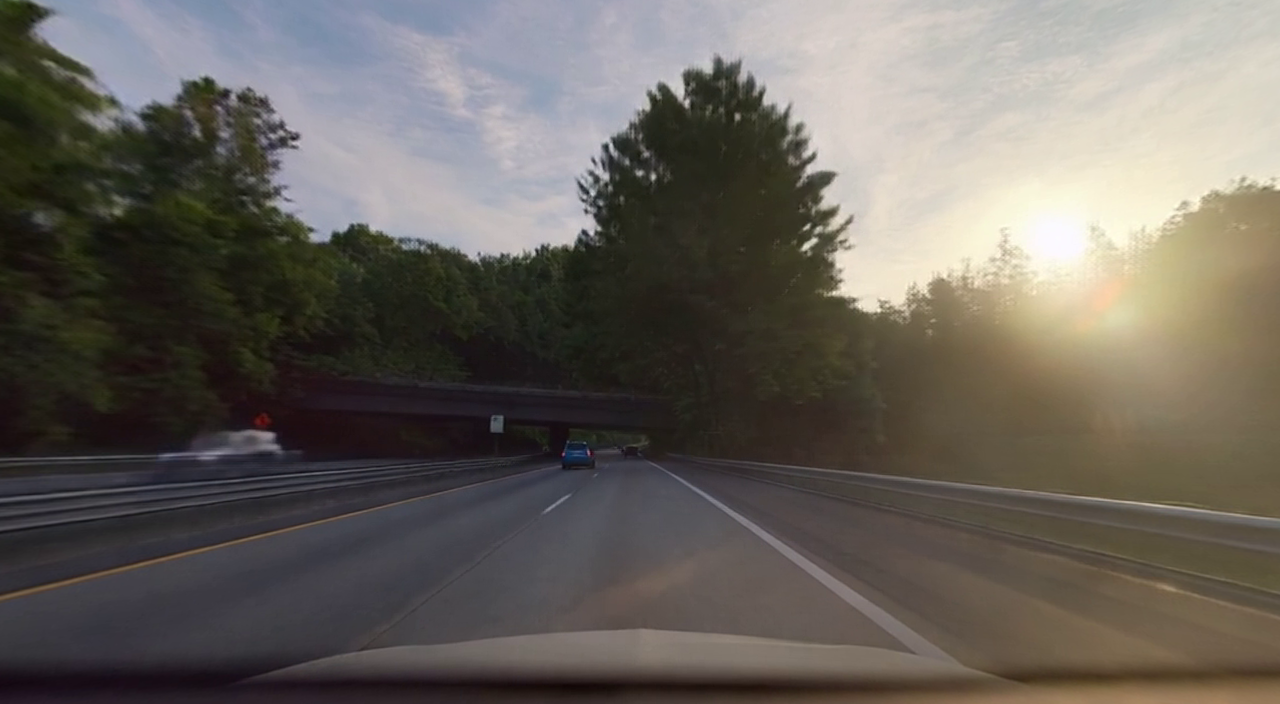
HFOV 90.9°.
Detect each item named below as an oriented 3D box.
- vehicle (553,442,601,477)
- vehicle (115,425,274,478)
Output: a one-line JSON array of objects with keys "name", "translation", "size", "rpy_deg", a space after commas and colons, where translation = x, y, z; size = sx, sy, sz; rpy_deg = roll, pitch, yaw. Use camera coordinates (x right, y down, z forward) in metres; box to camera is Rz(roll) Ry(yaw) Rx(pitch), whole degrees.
[{"name": "vehicle", "translation": [-3.324, 5.798, 34.204], "size": [2.135, 1.755, 4.476], "rpy_deg": [0, -9, 0]}, {"name": "vehicle", "translation": [-13.662, 3.105, 19.740], "size": [1.754, 1.456, 4.409], "rpy_deg": [0, -9, 0]}]
